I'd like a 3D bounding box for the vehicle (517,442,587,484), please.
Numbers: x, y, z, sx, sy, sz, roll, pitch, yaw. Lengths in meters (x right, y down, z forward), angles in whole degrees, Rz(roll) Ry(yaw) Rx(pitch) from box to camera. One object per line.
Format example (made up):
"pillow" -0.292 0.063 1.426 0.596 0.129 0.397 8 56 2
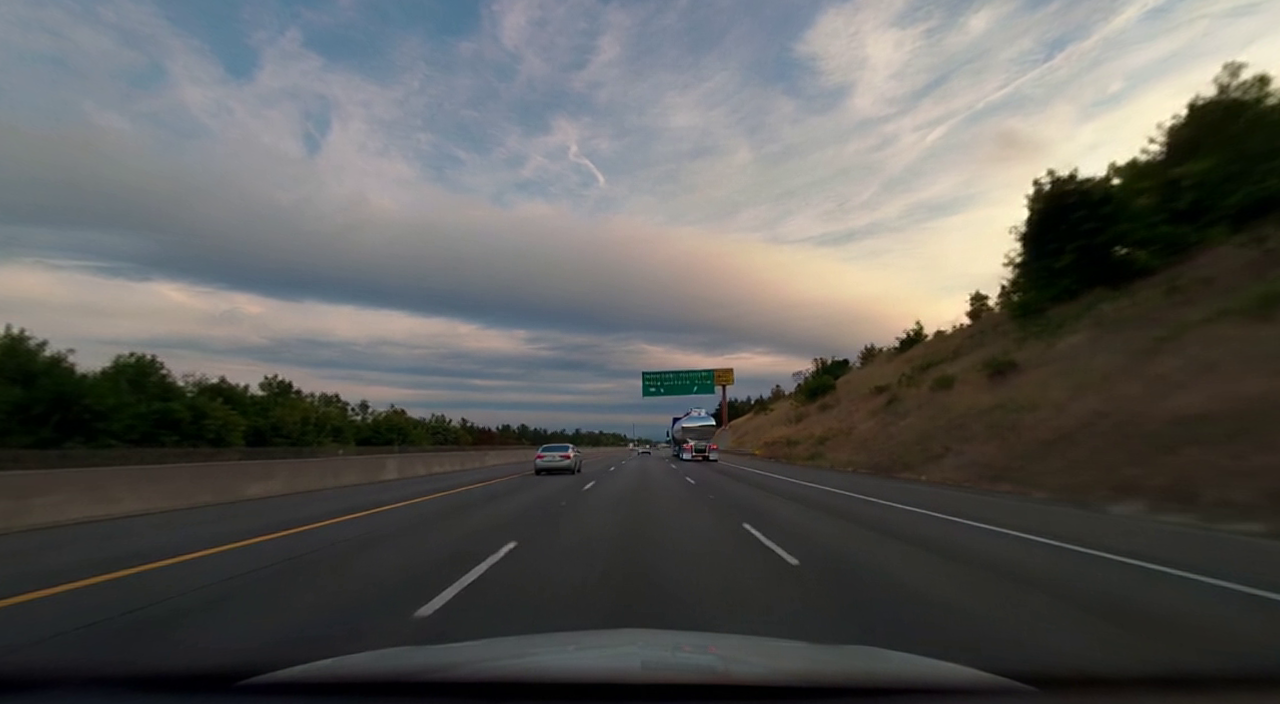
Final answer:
"vehicle" -3.322 4.300 24.748 1.986 1.458 4.506 0 -9 1

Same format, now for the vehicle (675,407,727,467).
"vehicle" 4.058 6.056 44.356 2.759 3.734 9.708 0 -9 0
